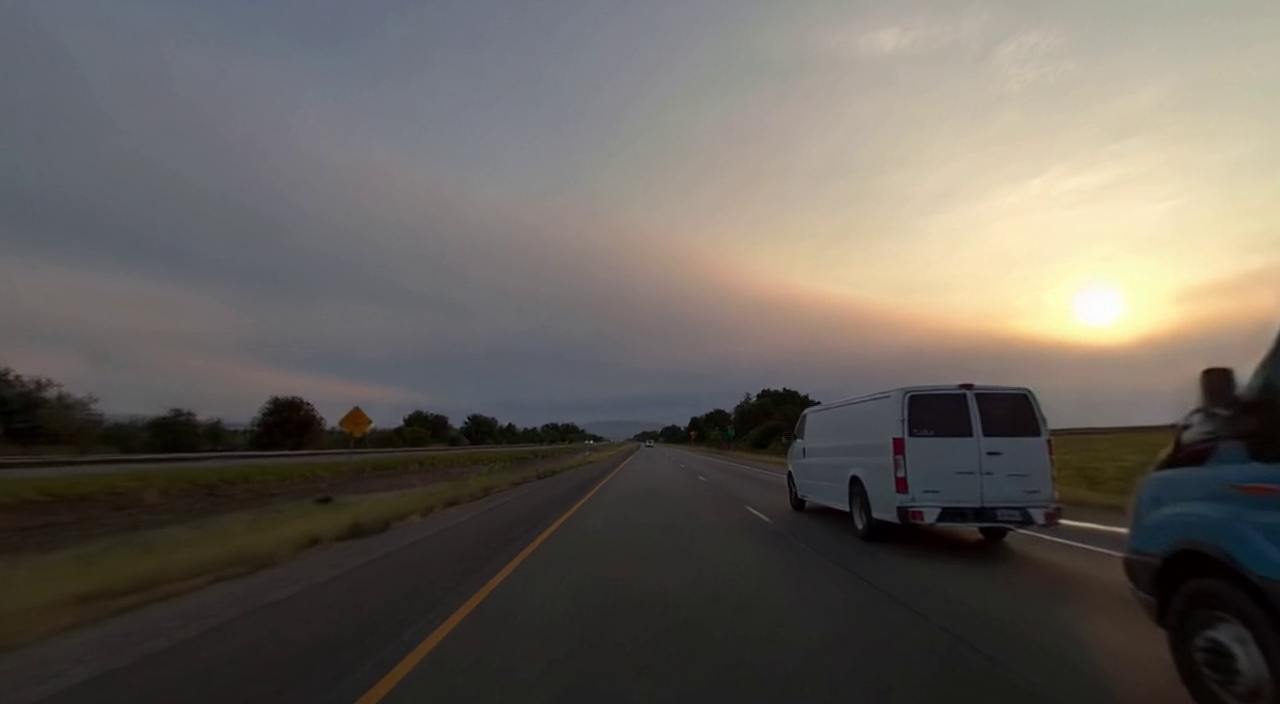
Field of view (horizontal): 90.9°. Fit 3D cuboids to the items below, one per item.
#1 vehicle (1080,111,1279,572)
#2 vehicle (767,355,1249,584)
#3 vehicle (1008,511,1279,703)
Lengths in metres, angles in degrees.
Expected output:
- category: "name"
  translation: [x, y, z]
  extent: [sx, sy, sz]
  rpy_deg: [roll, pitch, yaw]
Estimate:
- category: "vehicle"
  translation: [4.099, -0.267, 1.211]
  extent: [2.444, 2.053, 5.616]
  rpy_deg: [0, -8, 0]
- category: "vehicle"
  translation: [4.033, 1.569, 9.417]
  extent: [2.686, 2.043, 7.449]
  rpy_deg: [0, -8, 0]
- category: "vehicle"
  translation: [4.014, 1.140, 1.448]
  extent: [2.702, 0.824, 6.391]
  rpy_deg: [0, -8, 2]
